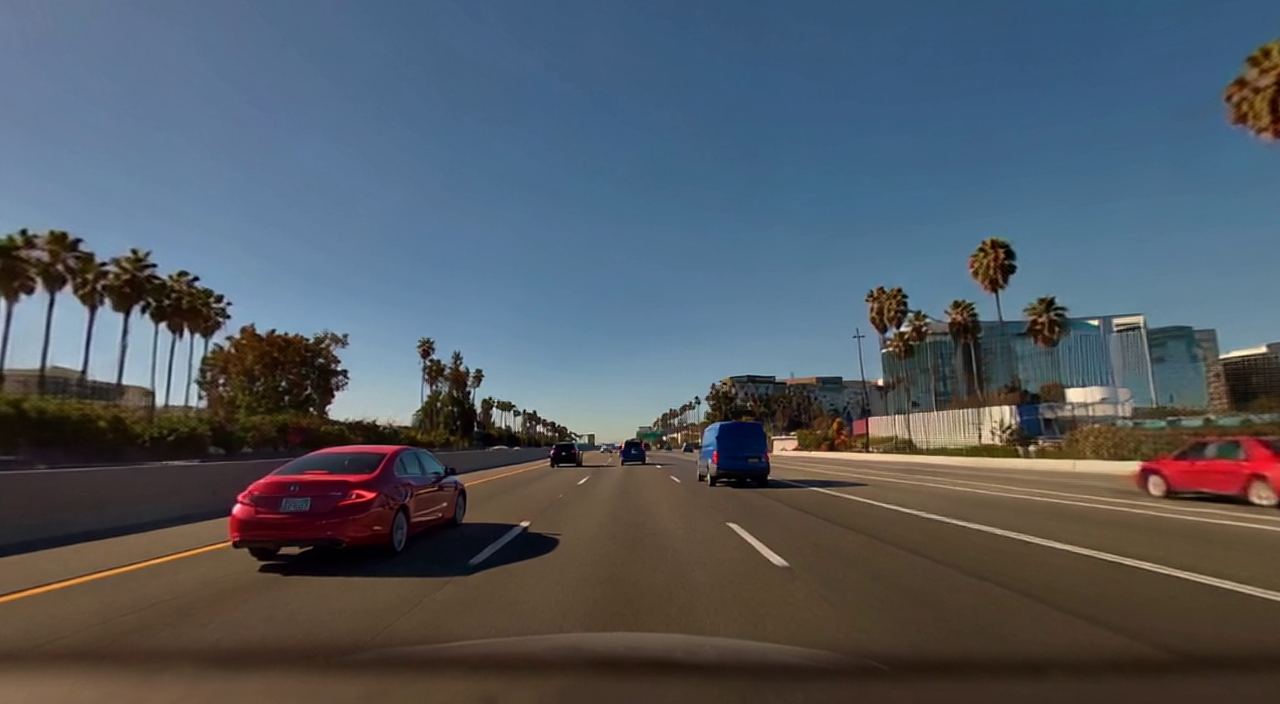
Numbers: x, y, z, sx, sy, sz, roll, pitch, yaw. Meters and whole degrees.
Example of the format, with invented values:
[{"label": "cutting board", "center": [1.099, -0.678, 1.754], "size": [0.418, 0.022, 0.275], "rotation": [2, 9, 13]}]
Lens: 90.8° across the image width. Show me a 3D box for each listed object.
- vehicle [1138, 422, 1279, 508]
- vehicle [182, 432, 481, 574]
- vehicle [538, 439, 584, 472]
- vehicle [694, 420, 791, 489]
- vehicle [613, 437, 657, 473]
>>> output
[{"label": "vehicle", "center": [13.865, 2.446, 13.832], "size": [2.010, 1.721, 4.871], "rotation": [0, -9, 2]}, {"label": "vehicle", "center": [-3.786, 1.923, 8.868], "size": [1.991, 1.469, 4.381], "rotation": [0, -9, 0]}, {"label": "vehicle", "center": [-4.518, 6.013, 36.989], "size": [2.109, 1.793, 4.613], "rotation": [0, -9, 0]}, {"label": "vehicle", "center": [3.382, 3.561, 22.193], "size": [2.250, 2.074, 5.723], "rotation": [0, -9, -2]}, {"label": "vehicle", "center": [-0.269, 5.459, 33.589], "size": [2.212, 1.786, 4.198], "rotation": [0, -9, -1]}]
